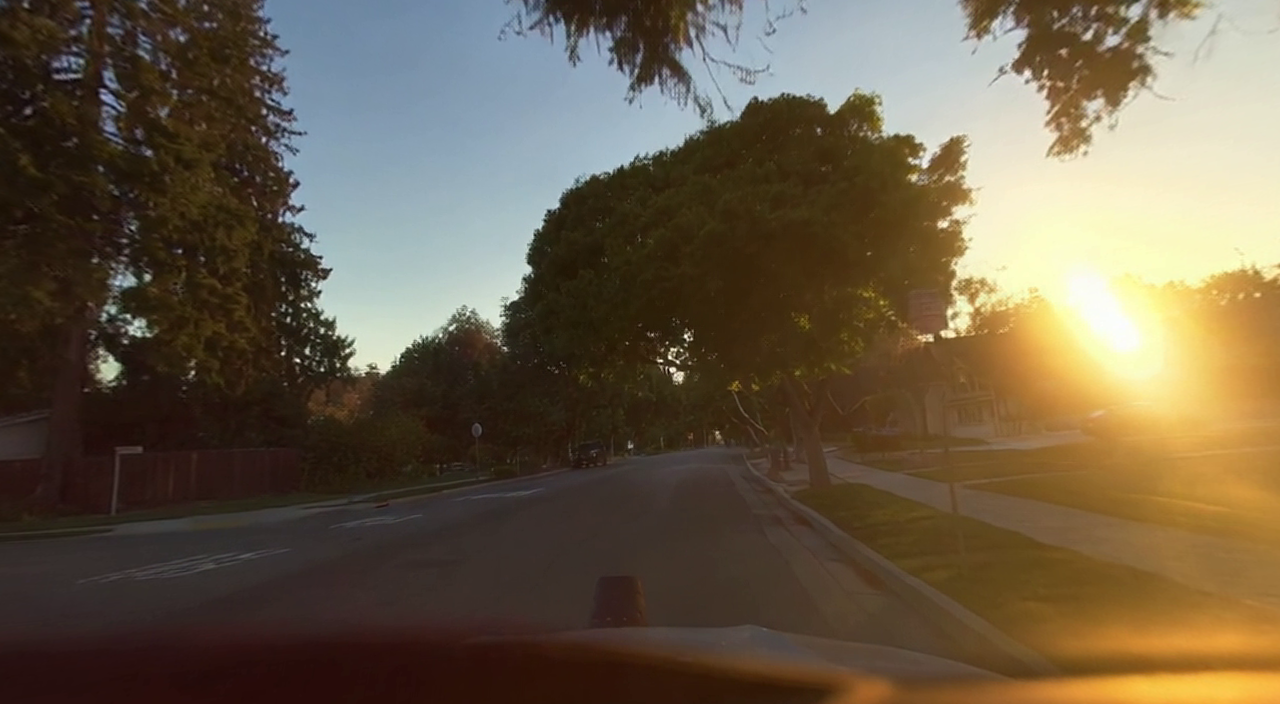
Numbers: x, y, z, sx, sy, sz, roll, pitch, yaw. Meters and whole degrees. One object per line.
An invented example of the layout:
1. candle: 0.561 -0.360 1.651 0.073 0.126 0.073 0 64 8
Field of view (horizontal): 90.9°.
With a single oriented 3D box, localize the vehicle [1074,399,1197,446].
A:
1. vehicle: 18.916 2.809 24.369 1.806 1.481 4.671 -6 -10 14
